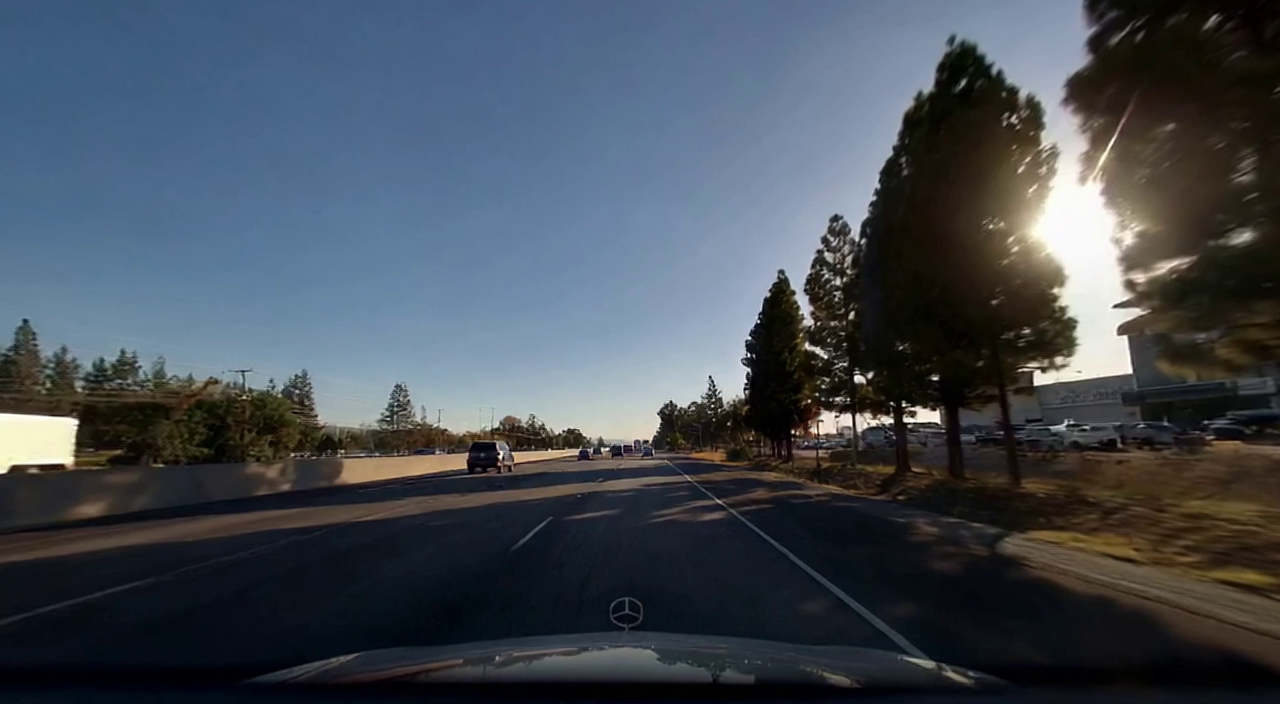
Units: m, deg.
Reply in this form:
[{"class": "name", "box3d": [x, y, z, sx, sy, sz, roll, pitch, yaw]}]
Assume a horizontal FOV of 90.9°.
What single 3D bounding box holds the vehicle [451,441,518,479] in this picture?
[{"class": "vehicle", "box3d": [-7.361, 5.128, 30.287, 2.021, 1.699, 4.324, 0, -8, 1]}]
